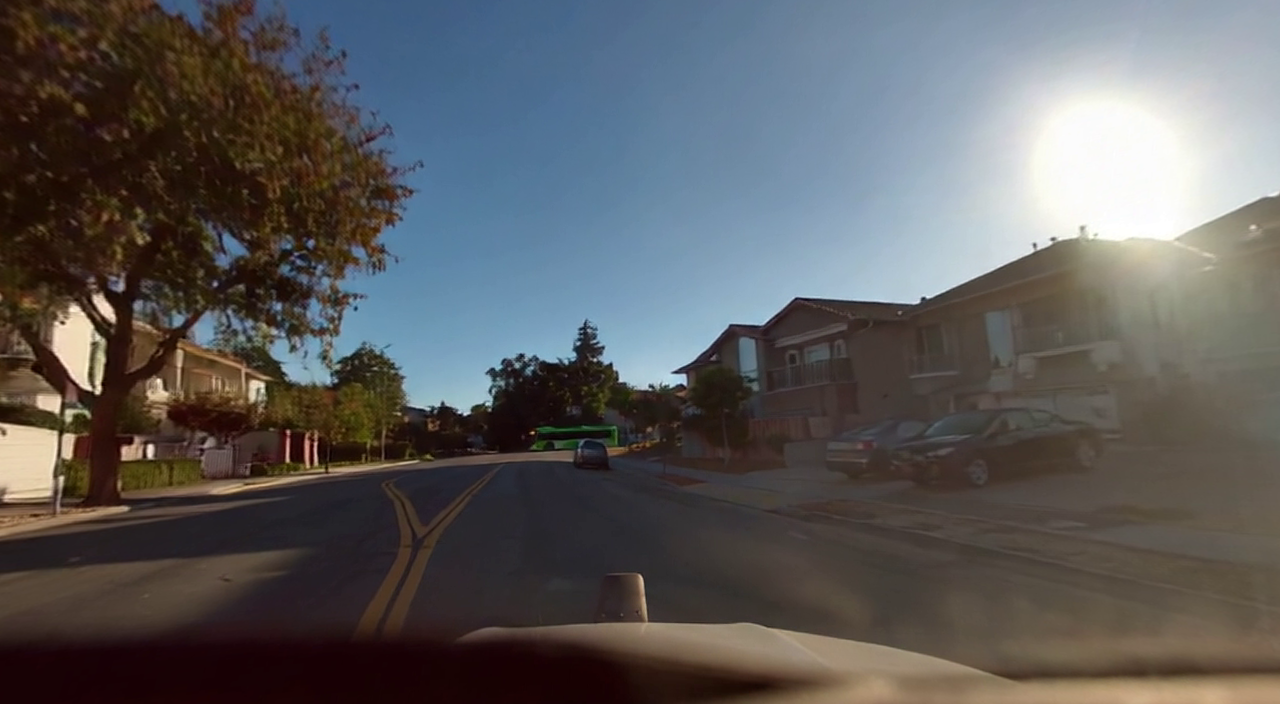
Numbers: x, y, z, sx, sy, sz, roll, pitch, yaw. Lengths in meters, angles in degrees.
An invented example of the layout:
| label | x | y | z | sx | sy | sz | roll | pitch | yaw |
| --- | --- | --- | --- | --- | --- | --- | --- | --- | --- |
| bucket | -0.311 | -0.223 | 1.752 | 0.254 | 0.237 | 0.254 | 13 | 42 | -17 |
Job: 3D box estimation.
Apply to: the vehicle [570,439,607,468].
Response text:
| label | x | y | z | sx | sy | sz | roll | pitch | yaw |
| --- | --- | --- | --- | --- | --- | --- | --- | --- | --- |
| vehicle | -3.085 | 5.963 | 37.156 | 1.984 | 1.601 | 3.994 | 1 | -9 | -8 |

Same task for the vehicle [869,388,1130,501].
| label | x | y | z | sx | sy | sz | roll | pitch | yaw |
| --- | --- | --- | --- | --- | --- | --- | --- | --- | --- |
| vehicle | 7.457 | 1.892 | 13.301 | 4.431 | 1.873 | 1.920 | -2 | -8 | -13 |
